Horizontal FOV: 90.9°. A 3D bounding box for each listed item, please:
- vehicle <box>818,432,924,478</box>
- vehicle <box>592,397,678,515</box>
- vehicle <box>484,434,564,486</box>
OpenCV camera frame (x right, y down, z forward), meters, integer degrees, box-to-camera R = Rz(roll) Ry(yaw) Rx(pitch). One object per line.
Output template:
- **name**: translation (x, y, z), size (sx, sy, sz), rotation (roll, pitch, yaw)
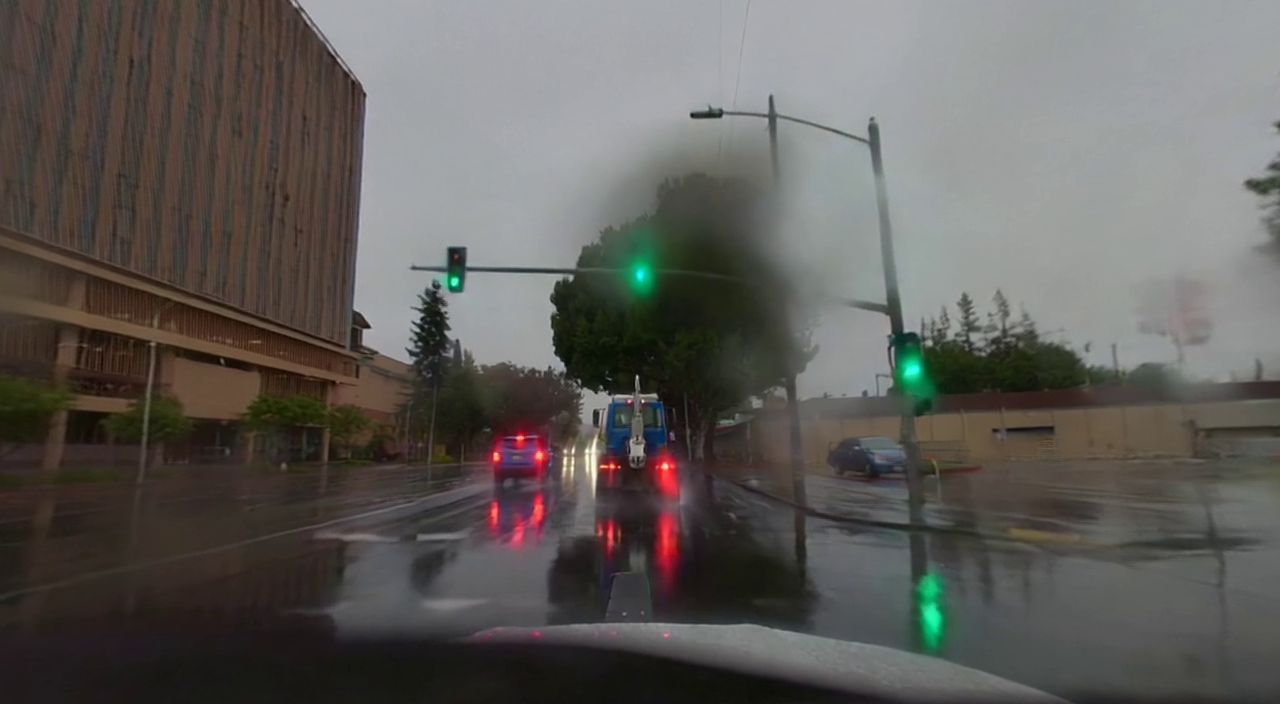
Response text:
- **vehicle**: translation (9.910, 4.467, 27.572), size (2.186, 1.783, 4.716), rotation (2, -9, -11)
- **vehicle**: translation (-0.306, 3.905, 24.359), size (2.552, 3.461, 11.044), rotation (1, -8, -2)
- **vehicle**: translation (-4.024, 3.827, 22.621), size (2.081, 1.688, 4.235), rotation (0, -9, 0)
